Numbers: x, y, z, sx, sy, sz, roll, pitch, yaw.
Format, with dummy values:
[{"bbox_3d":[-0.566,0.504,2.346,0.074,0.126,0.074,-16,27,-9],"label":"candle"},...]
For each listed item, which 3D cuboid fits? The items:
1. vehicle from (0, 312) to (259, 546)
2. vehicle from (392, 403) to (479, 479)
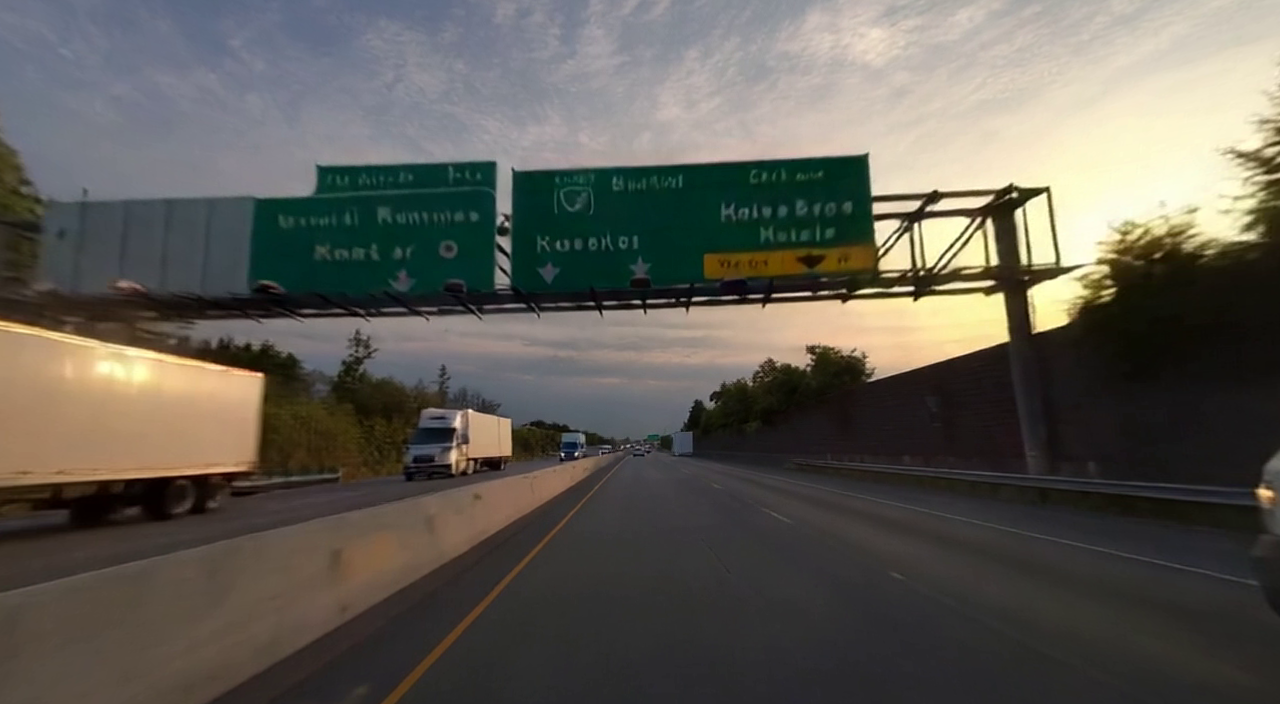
[{"bbox_3d":[-12.791,1.437,11.508,2.885,4.101,14.066,0,-9,0],"label":"vehicle"},{"bbox_3d":[-12.680,5.651,39.660,3.294,4.337,6.316,0,-9,0],"label":"vehicle"}]
